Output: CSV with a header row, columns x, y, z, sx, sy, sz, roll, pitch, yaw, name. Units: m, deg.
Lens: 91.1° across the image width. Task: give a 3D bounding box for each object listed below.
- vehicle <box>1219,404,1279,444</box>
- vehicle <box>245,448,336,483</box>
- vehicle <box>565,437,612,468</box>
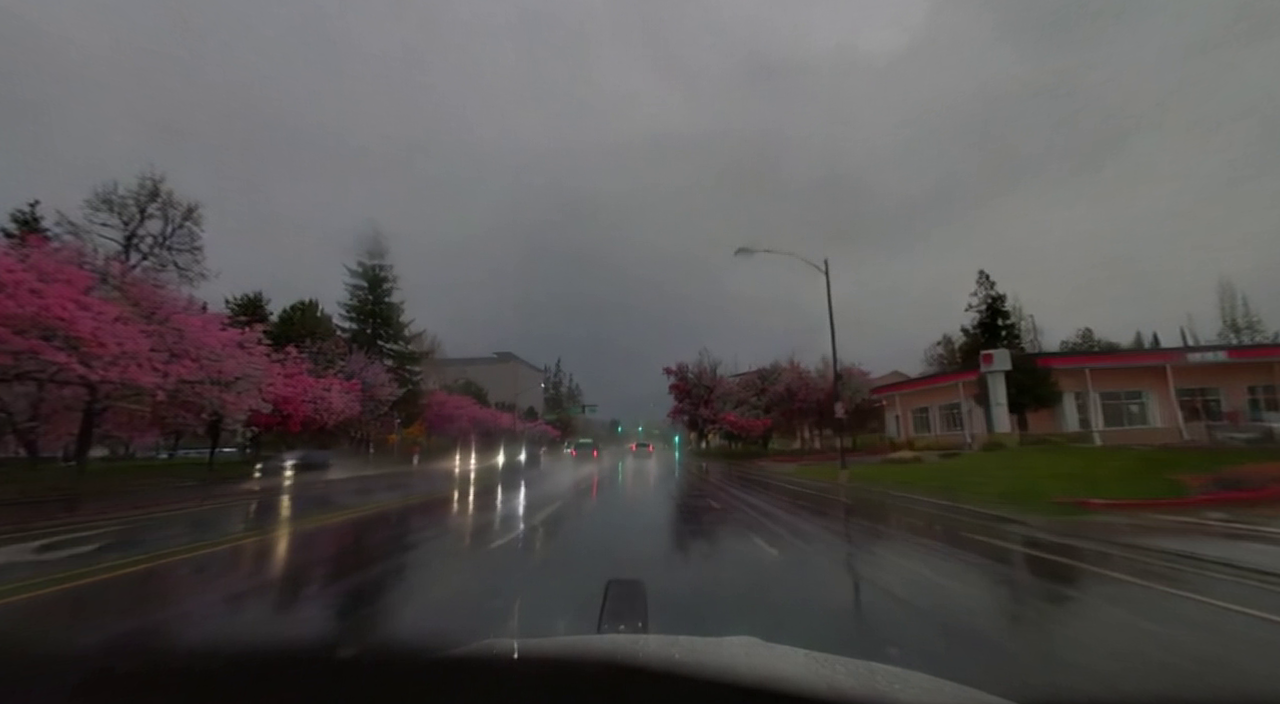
x,y,z,sx,sy,sz,roll,pitch,yaw,name
27.385,3.164,27.186,4.677,1.583,1.955,5,-10,-30,vehicle
-18.211,5.900,32.999,2.111,1.702,4.543,0,-8,0,vehicle
-3.205,6.370,39.917,2.453,1.844,4.751,0,-8,2,vehicle
